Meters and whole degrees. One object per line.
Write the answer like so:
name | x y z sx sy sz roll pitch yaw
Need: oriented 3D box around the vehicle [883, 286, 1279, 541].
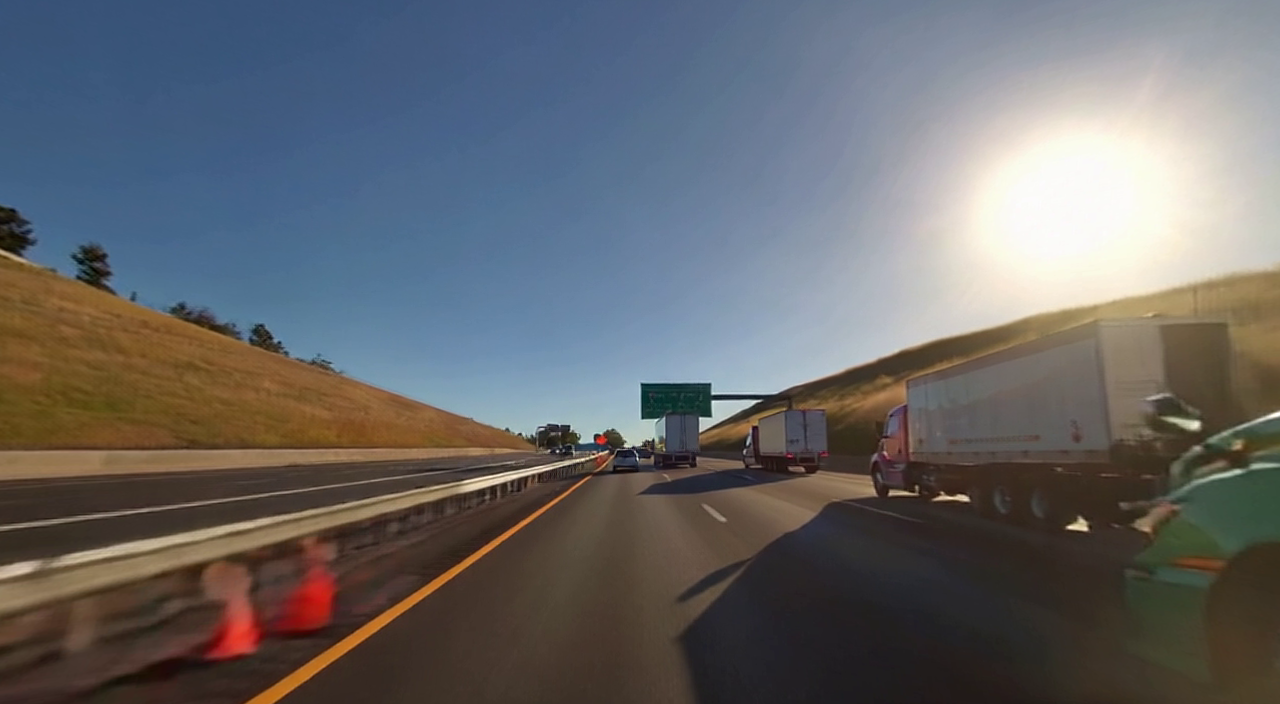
vehicle | 10.579 2.015 17.041 2.830 4.100 13.915 0 -9 2

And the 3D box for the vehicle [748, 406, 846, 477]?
vehicle | 10.457 6.355 44.163 2.854 4.112 14.088 0 -9 -2

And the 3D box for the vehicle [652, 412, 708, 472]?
vehicle | 2.759 7.149 49.457 2.986 3.916 15.375 0 -9 -2

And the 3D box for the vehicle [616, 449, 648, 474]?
vehicle | -0.532 6.811 39.384 1.927 1.437 3.794 0 -9 -2
